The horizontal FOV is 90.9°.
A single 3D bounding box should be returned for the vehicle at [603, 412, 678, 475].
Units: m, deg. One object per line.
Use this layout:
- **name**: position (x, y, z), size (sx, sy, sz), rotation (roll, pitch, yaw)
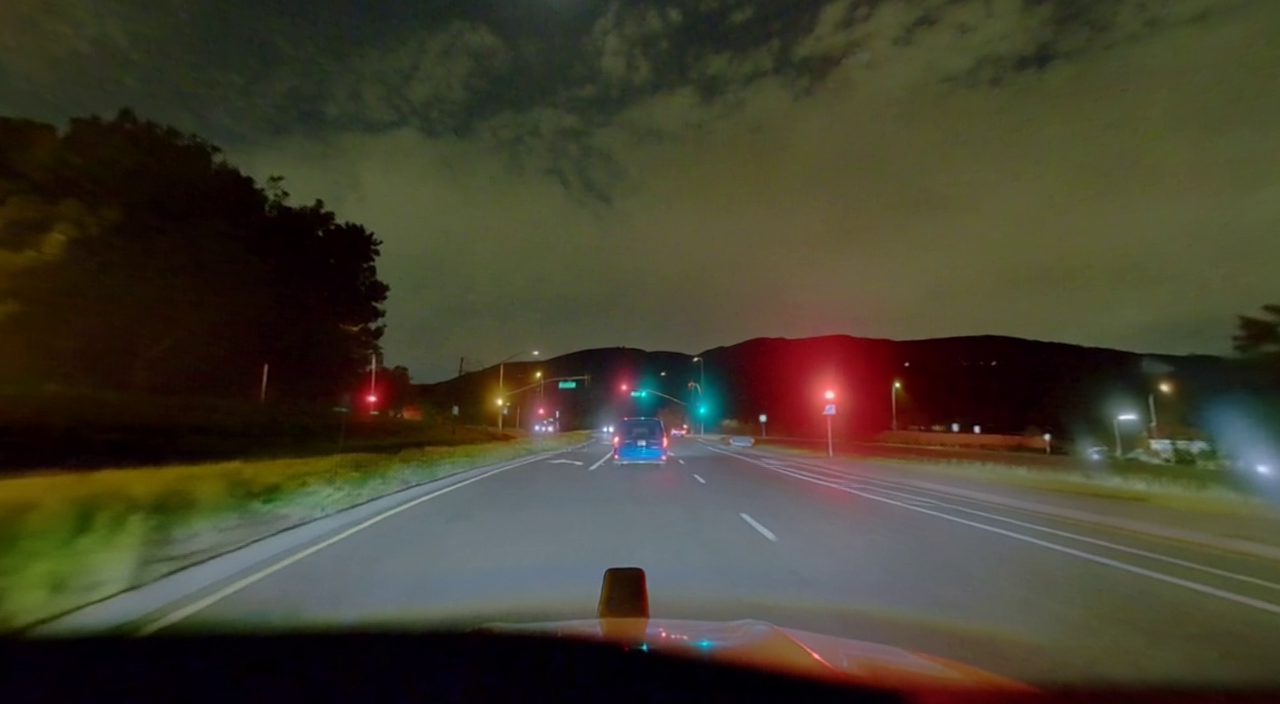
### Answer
- **vehicle**: position (0.014, 2.984, 20.623), size (2.185, 1.822, 4.391), rotation (0, -8, 0)
